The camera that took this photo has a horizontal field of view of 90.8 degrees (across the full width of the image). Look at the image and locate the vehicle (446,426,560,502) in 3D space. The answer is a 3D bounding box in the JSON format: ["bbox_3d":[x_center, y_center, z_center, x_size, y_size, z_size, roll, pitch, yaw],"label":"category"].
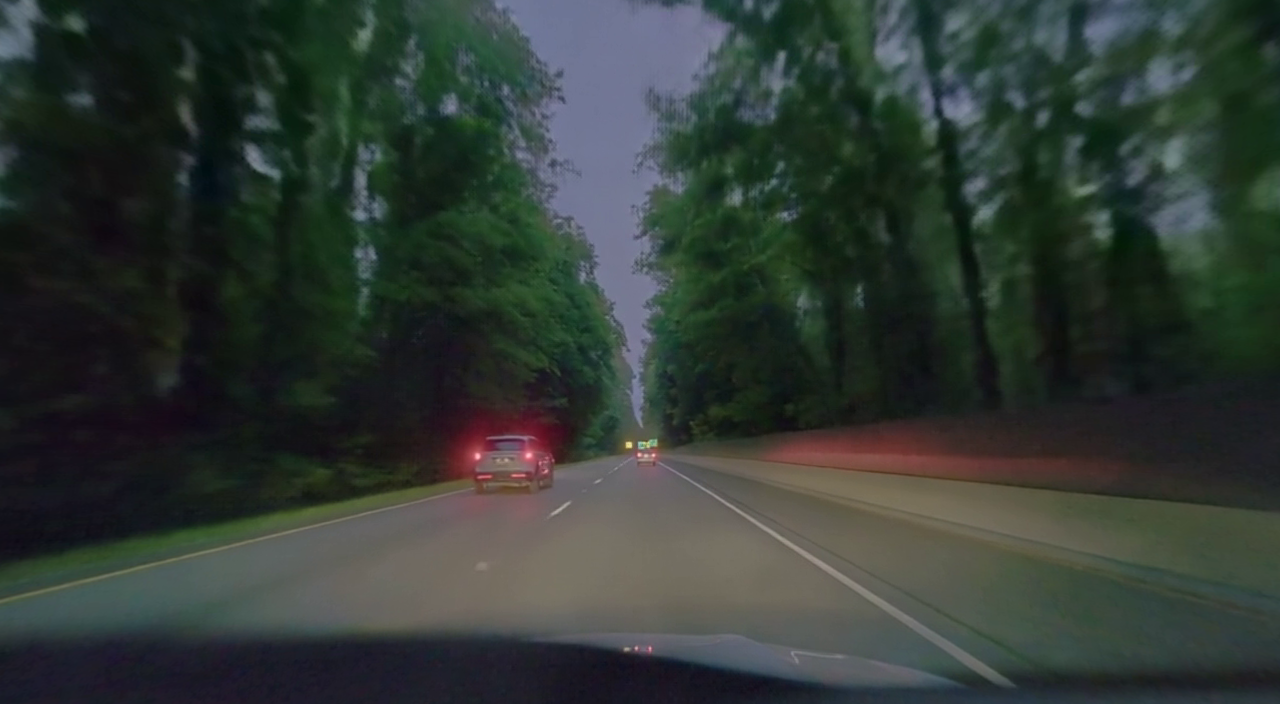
[{"bbox_3d":[-4.008,3.395,19.538,2.418,2.049,4.930,0,-9,0],"label":"vehicle"}]

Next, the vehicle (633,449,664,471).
[{"bbox_3d":[0.601,7.468,43.846,2.046,1.452,4.407,0,-9,0],"label":"vehicle"}]
